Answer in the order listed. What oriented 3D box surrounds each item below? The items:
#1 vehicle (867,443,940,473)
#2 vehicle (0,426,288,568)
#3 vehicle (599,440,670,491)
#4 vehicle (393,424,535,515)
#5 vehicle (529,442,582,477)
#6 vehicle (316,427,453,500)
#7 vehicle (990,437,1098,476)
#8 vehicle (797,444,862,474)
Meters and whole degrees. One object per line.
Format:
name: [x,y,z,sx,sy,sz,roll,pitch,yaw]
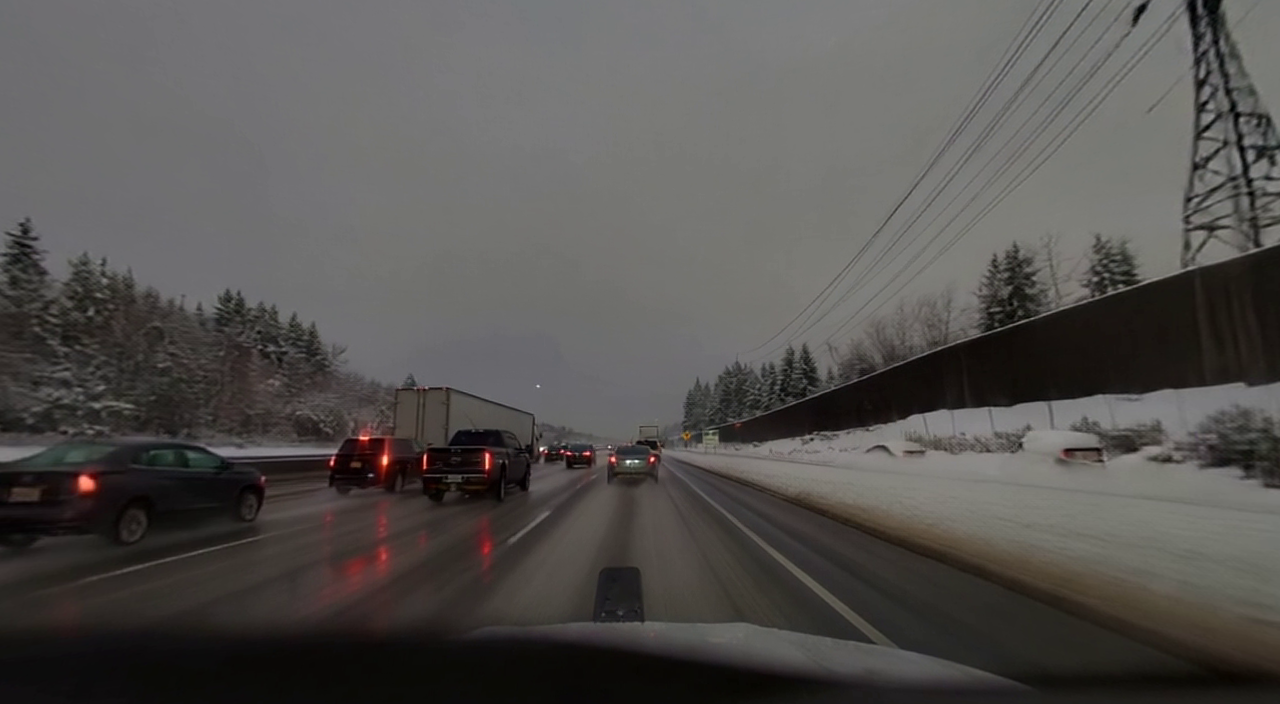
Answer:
vehicle: [14.310,5.782,34.687,1.949,1.472,4.795,0,-9,0]
vehicle: [-7.631,1.922,9.238,2.165,1.511,4.810,0,-9,0]
vehicle: [-0.172,3.662,20.731,2.089,1.477,3.818,0,-9,0]
vehicle: [-3.733,2.578,14.324,1.923,1.716,4.289,0,-9,1]
vehicle: [-3.776,4.885,28.923,1.870,1.485,4.304,0,-9,0]
vehicle: [-6.937,3.071,17.735,2.027,1.762,4.386,0,-9,-1]
vehicle: [17.809,4.608,28.135,1.936,1.591,4.362,0,-9,1]
vehicle: [10.274,5.831,34.618,1.974,1.495,4.734,0,-9,-1]
